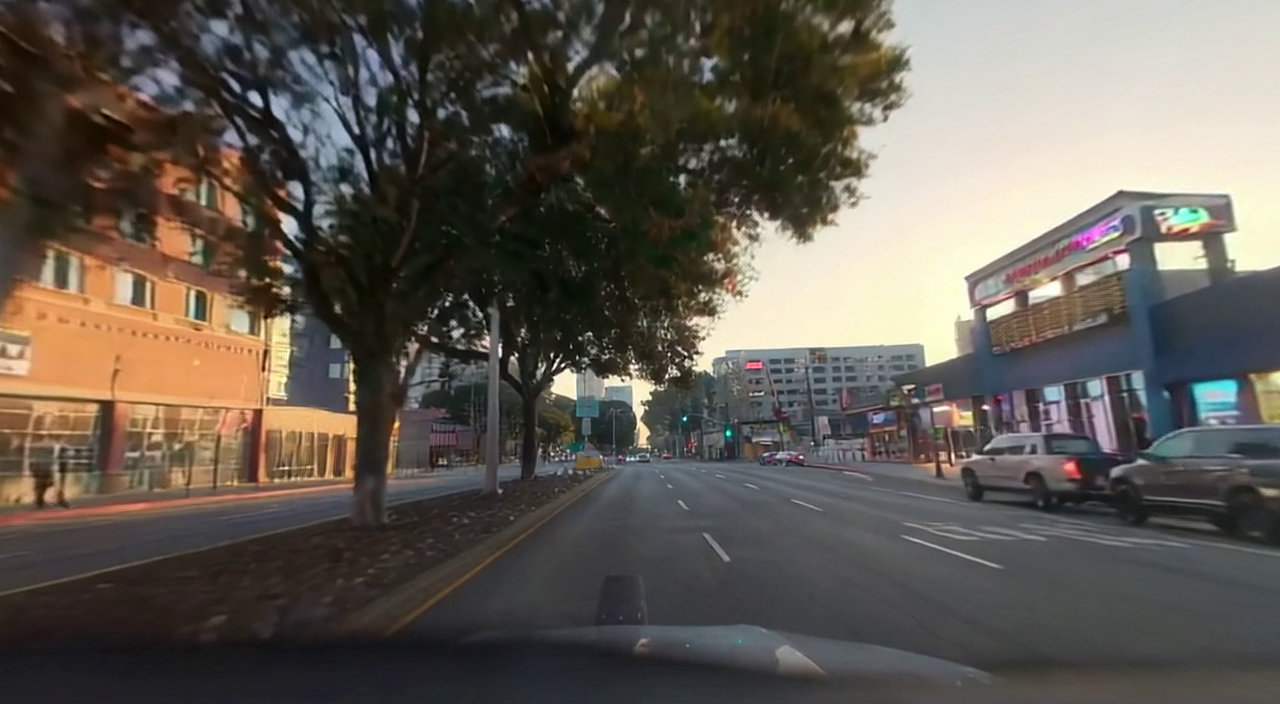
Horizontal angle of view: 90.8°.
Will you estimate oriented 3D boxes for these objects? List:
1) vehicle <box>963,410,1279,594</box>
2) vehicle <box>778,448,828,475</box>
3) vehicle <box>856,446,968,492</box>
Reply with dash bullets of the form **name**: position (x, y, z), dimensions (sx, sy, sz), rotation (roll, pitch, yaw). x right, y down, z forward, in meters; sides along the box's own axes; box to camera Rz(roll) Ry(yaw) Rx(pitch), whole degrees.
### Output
- **vehicle**: position (10.229, 2.015, 10.389), dimensions (6.229, 2.004, 6.552), rotation (-2, -7, -2)
- **vehicle**: position (9.558, 6.425, 37.361), dimensions (1.844, 1.449, 4.149), rotation (0, -9, 0)
- **vehicle**: position (9.852, 4.226, 23.337), dimensions (1.944, 1.499, 4.698), rotation (0, -9, -1)
